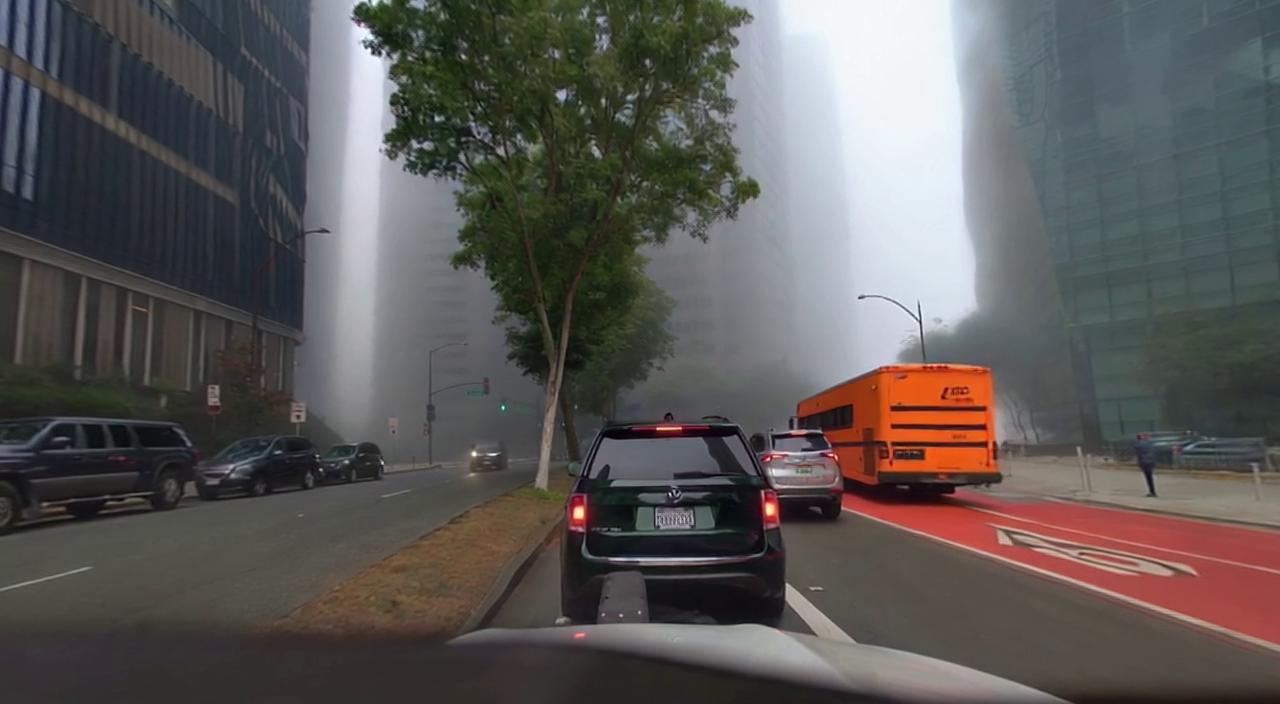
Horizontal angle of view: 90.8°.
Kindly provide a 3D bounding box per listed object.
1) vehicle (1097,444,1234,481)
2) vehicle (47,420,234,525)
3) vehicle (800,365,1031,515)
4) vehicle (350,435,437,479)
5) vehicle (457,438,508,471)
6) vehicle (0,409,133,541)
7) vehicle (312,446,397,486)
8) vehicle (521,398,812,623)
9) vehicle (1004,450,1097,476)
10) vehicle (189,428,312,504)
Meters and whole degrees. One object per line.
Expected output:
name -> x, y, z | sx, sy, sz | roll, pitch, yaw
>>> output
vehicle -> 30.884, 6.505, 37.462 | 5.890, 1.996, 2.155 | -6, -10, 34
vehicle -> -10.805, 2.583, 13.999 | 1.482, 2.019, 3.297 | 0, -9, -4
vehicle -> 6.727, 2.395, 17.139 | 3.113, 3.116, 7.650 | 0, -8, 3
vehicle -> -12.020, 5.147, 31.315 | 2.338, 1.963, 5.740 | 0, -9, -4
vehicle -> -9.126, 5.981, 37.017 | 2.198, 1.779, 4.926 | 1, -9, -7
vehicle -> -10.457, 1.983, 10.367 | 1.543, 1.946, 3.454 | 1, -9, -6
vehicle -> -11.517, 4.587, 25.800 | 1.791, 1.463, 4.210 | 0, -9, -4
vehicle -> 0.235, 1.509, 6.939 | 2.192, 1.695, 4.142 | 0, -8, 1
vehicle -> 28.087, 7.550, 43.331 | 5.153, 1.626, 1.895 | -6, -10, 34
vehicle -> -11.175, 3.267, 18.418 | 1.559, 1.973, 3.419 | 1, -9, -5
